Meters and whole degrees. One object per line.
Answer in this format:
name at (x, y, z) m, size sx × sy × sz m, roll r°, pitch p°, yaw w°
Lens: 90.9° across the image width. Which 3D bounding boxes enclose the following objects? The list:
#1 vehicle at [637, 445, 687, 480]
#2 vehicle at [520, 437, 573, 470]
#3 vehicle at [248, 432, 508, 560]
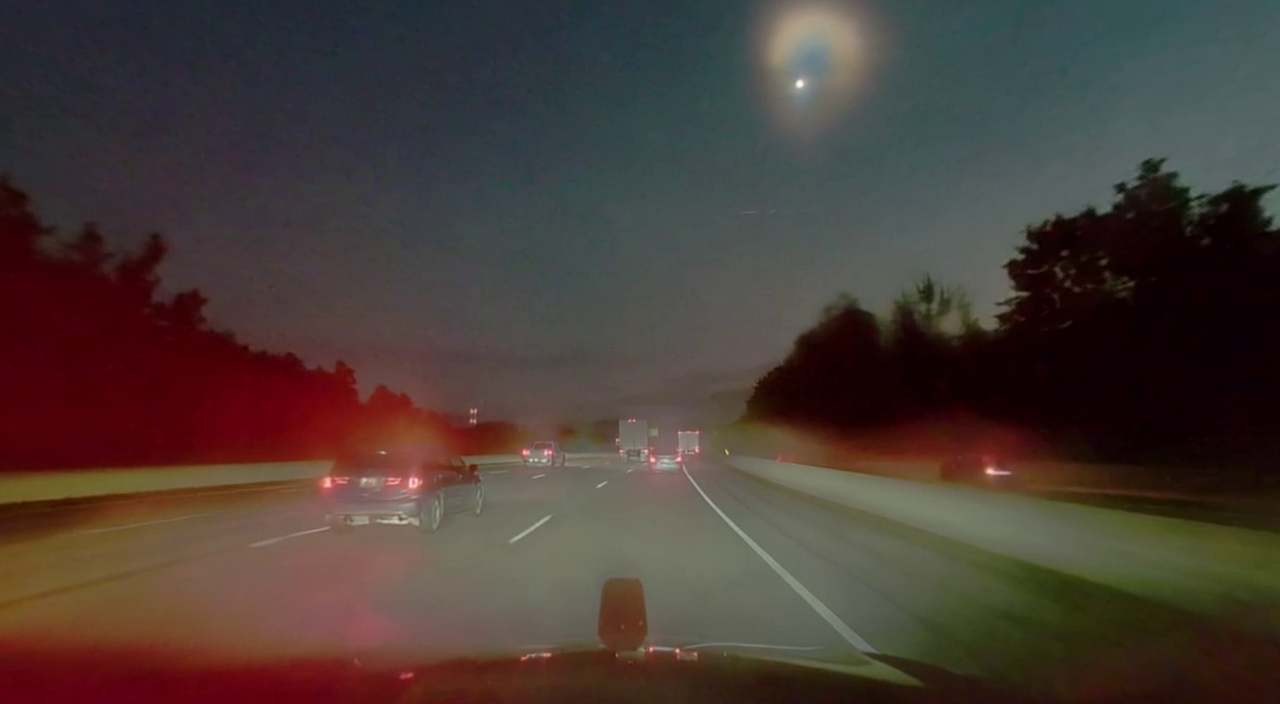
vehicle at (0.968, 4.681, 26.865) m, size 1.984 × 1.365 × 3.767 m, roll 0°, pitch -9°, yaw 3°
vehicle at (-5.614, 6.203, 38.627) m, size 2.142 × 1.833 × 4.854 m, roll -1°, pitch -9°, yaw 5°
vehicle at (-3.571, 2.043, 9.765) m, size 1.916 × 1.486 × 4.631 m, roll 0°, pitch -9°, yaw 2°
